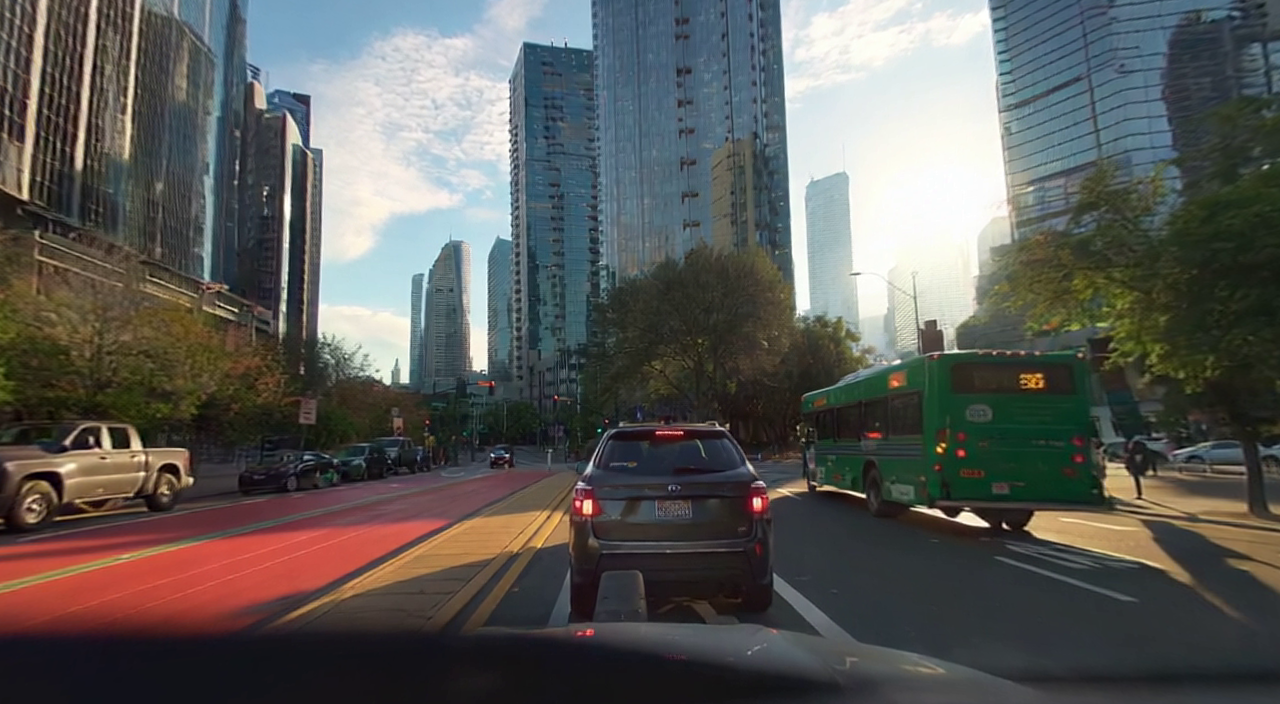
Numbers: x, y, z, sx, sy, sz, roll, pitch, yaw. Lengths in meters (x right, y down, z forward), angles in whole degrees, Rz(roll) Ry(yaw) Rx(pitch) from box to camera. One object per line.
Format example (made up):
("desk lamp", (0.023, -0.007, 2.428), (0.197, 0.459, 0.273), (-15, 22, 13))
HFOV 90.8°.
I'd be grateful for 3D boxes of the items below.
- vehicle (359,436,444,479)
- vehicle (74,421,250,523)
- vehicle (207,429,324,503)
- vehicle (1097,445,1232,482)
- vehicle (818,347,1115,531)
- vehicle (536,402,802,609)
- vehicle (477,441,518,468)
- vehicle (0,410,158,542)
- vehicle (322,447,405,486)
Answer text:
("vehicle", (-11.817, 5.258, 31.833), (2.338, 1.963, 5.740), (0, -9, -4))
("vehicle", (-10.720, 2.674, 14.492), (1.482, 2.019, 3.297), (0, -9, -3))
("vehicle", (-11.056, 3.362, 18.934), (1.559, 1.973, 3.419), (1, -9, -5))
("vehicle", (31.093, 6.608, 37.750), (5.890, 1.996, 2.155), (-6, -10, 34))
("vehicle", (6.636, 2.032, 14.702), (3.113, 3.116, 7.650), (0, -8, 3))
("vehicle", (0.289, 1.583, 7.390), (2.192, 1.695, 4.142), (0, -8, 2))
("vehicle", (-9.976, 7.225, 44.642), (2.198, 1.779, 4.926), (1, -9, -6))
("vehicle", (-10.383, 2.068, 10.886), (1.543, 1.946, 3.454), (1, -9, -5))
("vehicle", (-11.373, 4.692, 26.315), (1.791, 1.463, 4.210), (0, -9, -4))
